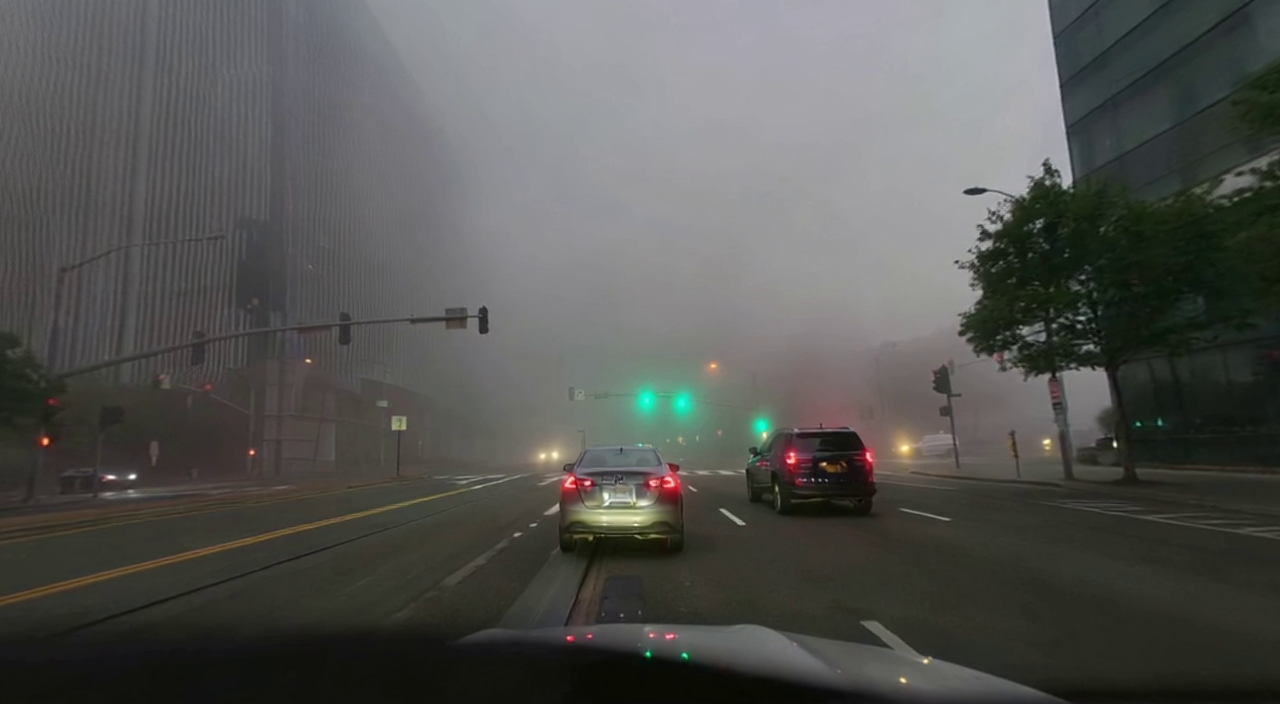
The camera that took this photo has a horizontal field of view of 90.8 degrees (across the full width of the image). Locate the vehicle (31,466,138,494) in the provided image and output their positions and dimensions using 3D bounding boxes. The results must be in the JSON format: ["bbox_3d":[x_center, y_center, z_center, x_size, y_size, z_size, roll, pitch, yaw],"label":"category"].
[{"bbox_3d":[-34.804,8.018,39.688,4.470,1.556,2.231,1,-8,-3],"label":"vehicle"}]

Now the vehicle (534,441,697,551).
[{"bbox_3d":[-0.358,2.188,10.376,2.144,1.398,3.963,0,-7,-1],"label":"vehicle"}]

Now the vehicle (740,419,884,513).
[{"bbox_3d":[3.665,2.488,14.379,2.078,1.799,4.089,0,-7,-1],"label":"vehicle"}]
